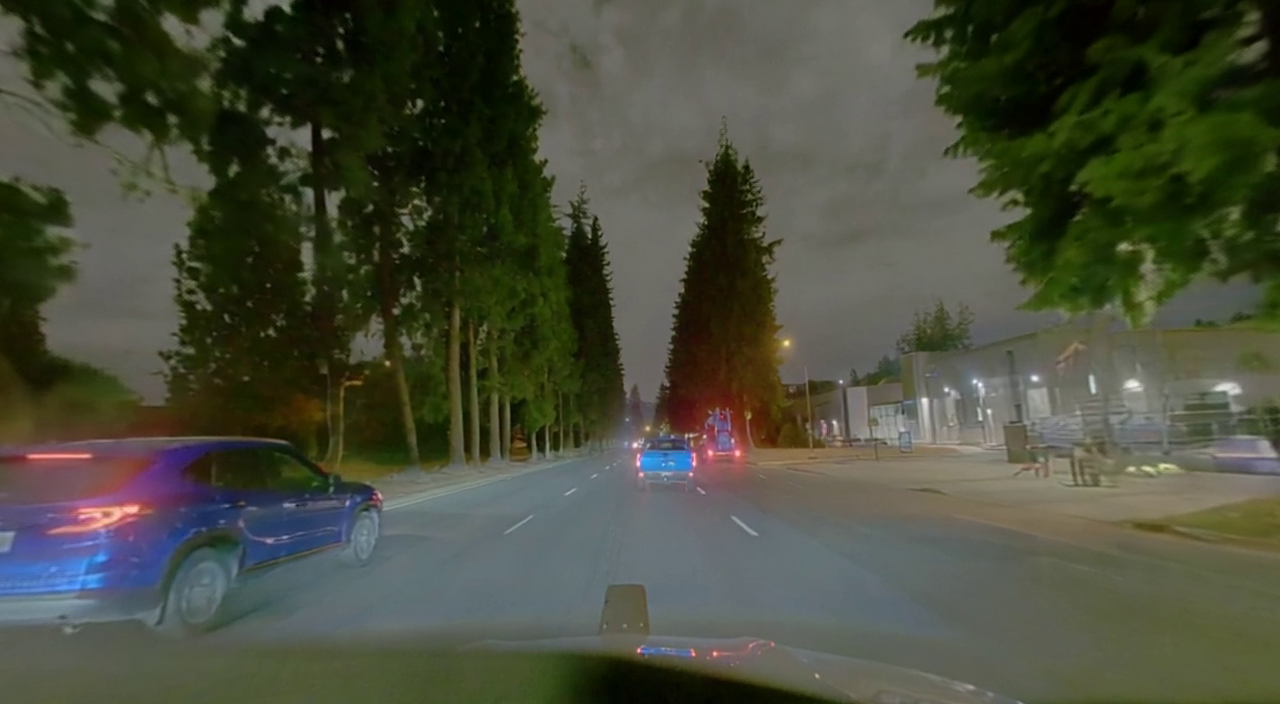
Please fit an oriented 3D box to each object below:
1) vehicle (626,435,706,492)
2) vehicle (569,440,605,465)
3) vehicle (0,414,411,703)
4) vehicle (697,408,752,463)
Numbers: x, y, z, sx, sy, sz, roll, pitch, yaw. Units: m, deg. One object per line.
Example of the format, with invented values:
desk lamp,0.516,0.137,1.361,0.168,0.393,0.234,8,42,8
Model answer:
vehicle,0.646,3.218,18.491,2.086,1.466,4.026,0,-8,-1
vehicle,-3.630,6.953,43.911,2.062,1.641,4.193,0,-8,1
vehicle,-3.994,1.433,5.670,2.003,1.507,4.808,0,-8,1
vehicle,6.226,6.450,48.282,2.867,3.600,11.047,-1,-8,1
